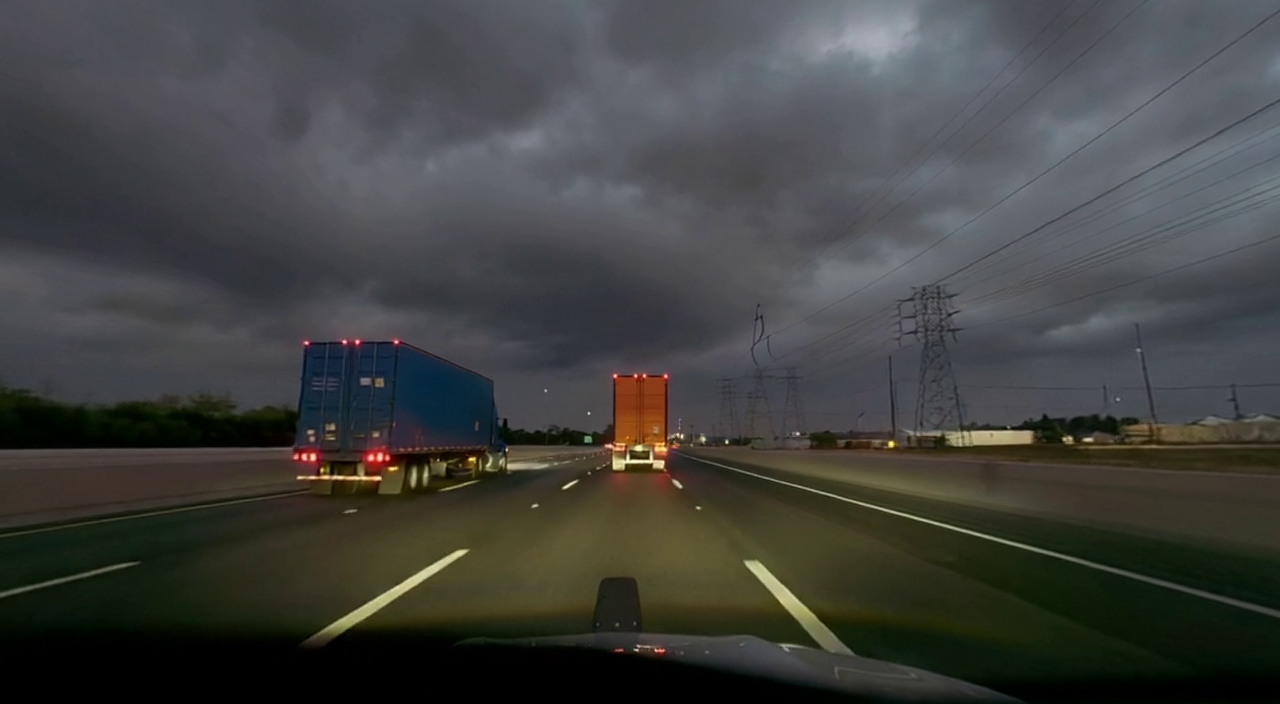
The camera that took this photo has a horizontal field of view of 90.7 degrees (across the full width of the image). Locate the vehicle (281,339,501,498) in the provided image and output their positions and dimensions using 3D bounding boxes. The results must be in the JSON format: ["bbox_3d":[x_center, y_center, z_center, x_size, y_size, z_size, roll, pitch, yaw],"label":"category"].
[{"bbox_3d":[-7.495,2.455,21.567,2.937,3.981,11.119,-1,-8,0],"label":"vehicle"}]

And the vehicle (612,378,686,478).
[{"bbox_3d":[0.301,3.703,29.794,2.858,3.847,10.034,0,-8,-1],"label":"vehicle"}]
